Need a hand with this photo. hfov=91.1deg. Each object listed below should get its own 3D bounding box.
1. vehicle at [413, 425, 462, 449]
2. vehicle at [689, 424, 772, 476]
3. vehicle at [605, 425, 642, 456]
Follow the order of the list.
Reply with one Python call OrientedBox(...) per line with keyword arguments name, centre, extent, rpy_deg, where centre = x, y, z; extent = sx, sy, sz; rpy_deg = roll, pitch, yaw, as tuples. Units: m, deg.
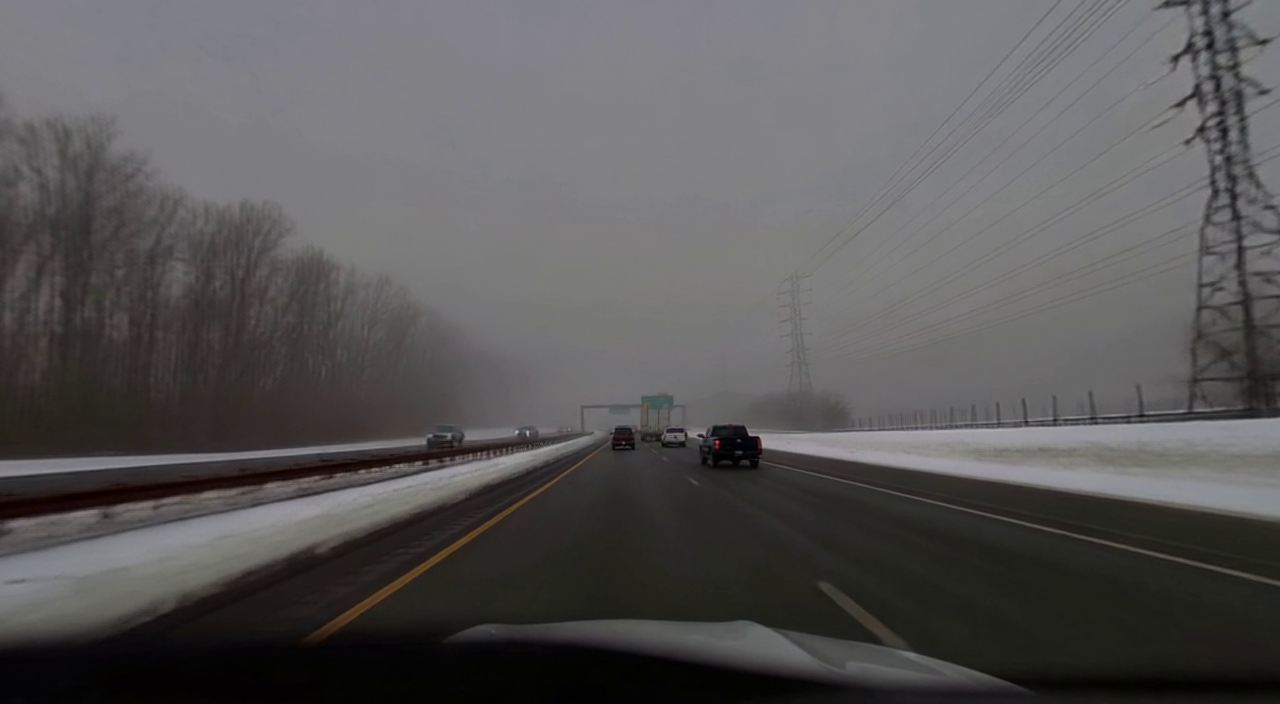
OrientedBox(name="vehicle", centre=(-13.098, 5.561, 40.950), extent=(1.815, 1.475, 4.344), rpy_deg=(0, -8, -2))
OrientedBox(name="vehicle", centre=(2.956, 3.293, 21.391), extent=(2.062, 1.581, 3.914), rpy_deg=(0, -8, -3))
OrientedBox(name="vehicle", centre=(-0.930, 5.059, 36.039), extent=(2.019, 1.642, 3.790), rpy_deg=(0, -8, -1))
